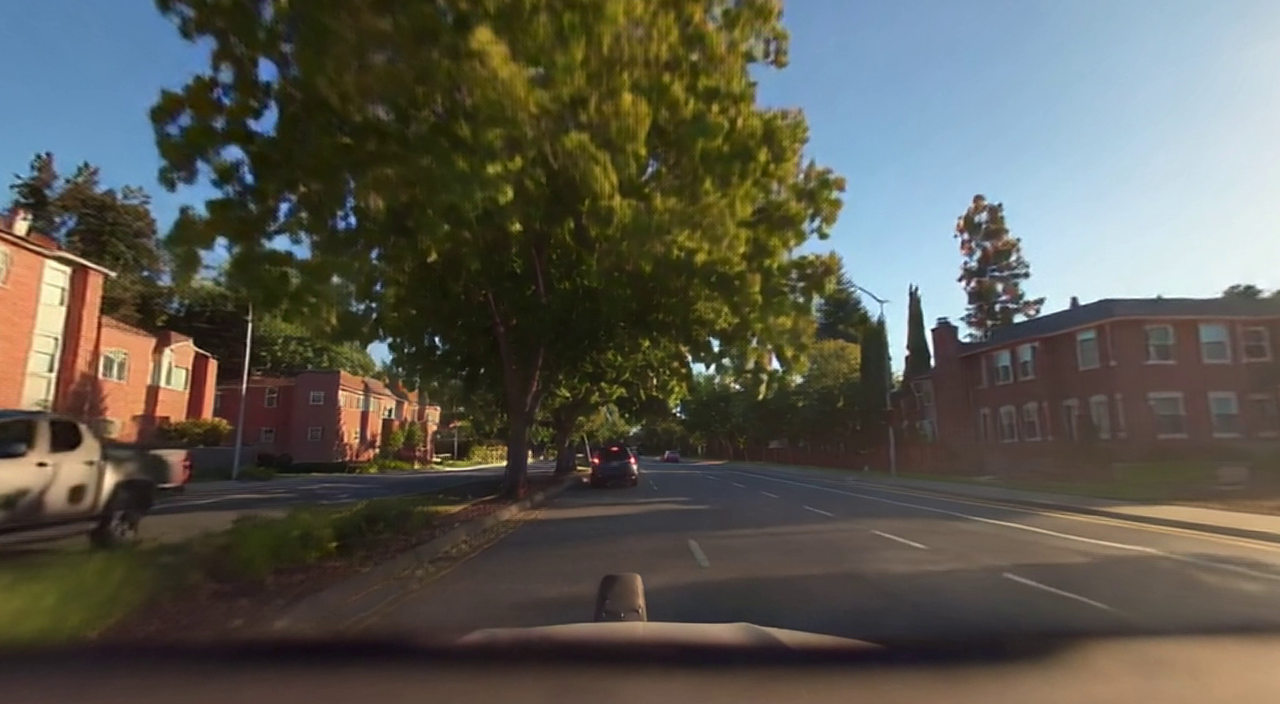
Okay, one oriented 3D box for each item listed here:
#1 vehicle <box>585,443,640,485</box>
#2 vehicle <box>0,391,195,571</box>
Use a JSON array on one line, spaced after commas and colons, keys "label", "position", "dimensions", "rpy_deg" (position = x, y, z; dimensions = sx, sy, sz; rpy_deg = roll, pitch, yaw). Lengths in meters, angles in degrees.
[{"label": "vehicle", "position": [-1.065, 4.691, 26.746], "dimensions": [2.093, 1.591, 4.247], "rpy_deg": [0, -8, 0]}, {"label": "vehicle", "position": [-8.762, 1.623, 8.174], "dimensions": [2.386, 2.101, 4.923], "rpy_deg": [1, -8, 0]}]
